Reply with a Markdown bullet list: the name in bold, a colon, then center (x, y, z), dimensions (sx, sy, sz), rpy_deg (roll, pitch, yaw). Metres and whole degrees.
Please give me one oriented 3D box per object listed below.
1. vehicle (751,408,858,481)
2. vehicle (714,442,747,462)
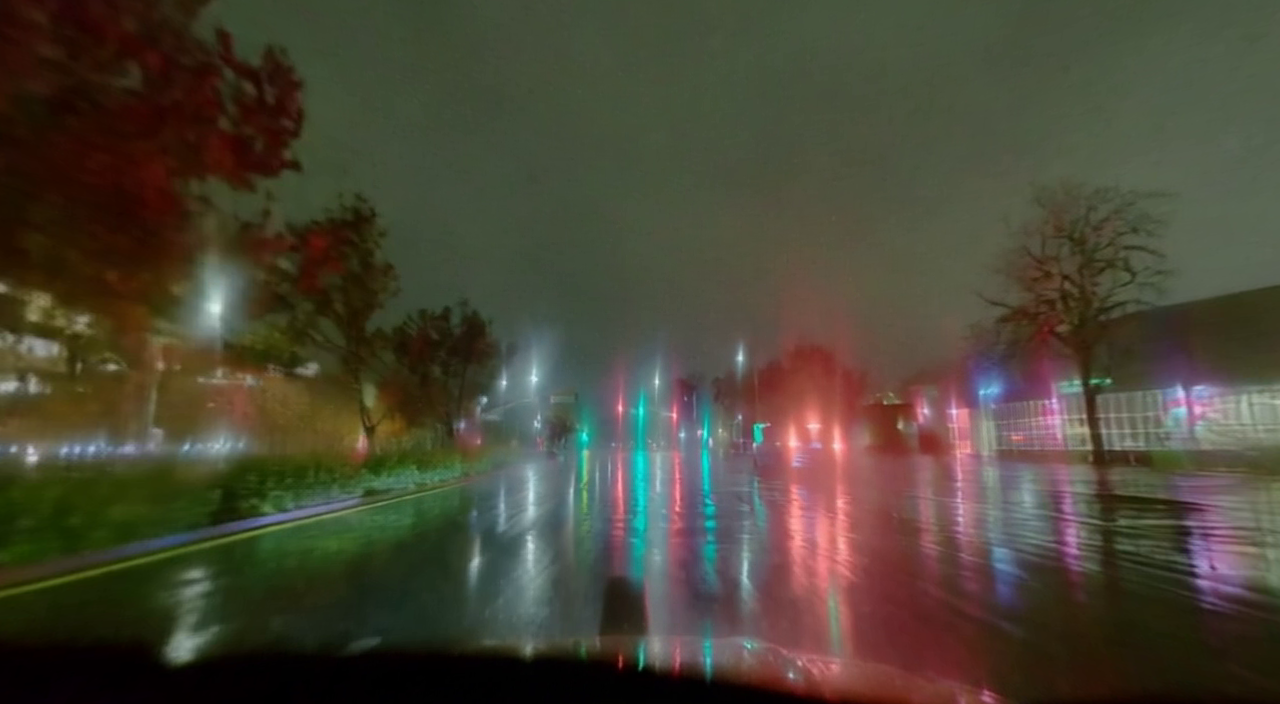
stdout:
- **vehicle**: center (6.452, 3.779, 25.791), dimensions (2.762, 2.607, 6.182), rpy_deg (0, -8, 1)
- **vehicle**: center (7.030, 7.862, 49.501), dimensions (1.847, 1.472, 4.846), rpy_deg (0, -8, 0)
